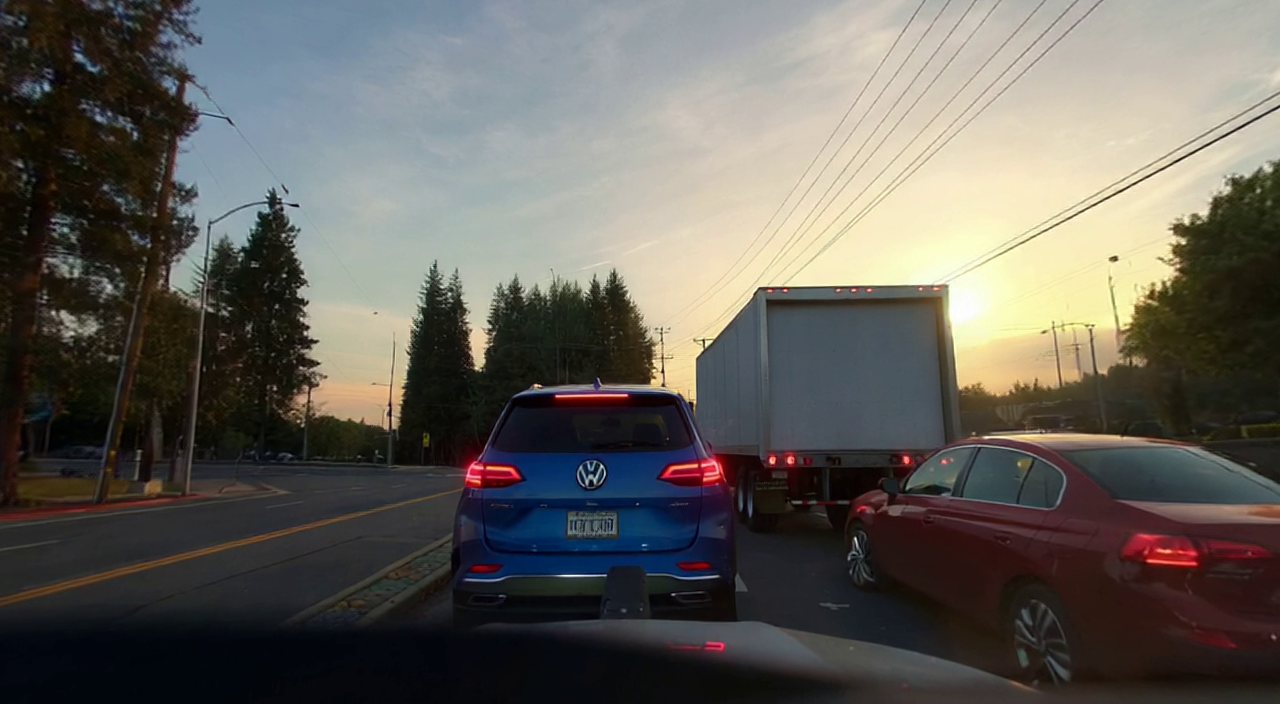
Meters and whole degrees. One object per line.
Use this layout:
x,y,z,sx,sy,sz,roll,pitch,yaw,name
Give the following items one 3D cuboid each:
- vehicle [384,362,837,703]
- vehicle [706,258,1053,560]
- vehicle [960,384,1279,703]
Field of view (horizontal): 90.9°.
-0.132,1.223,5.133,2.114,1.732,4.230,0,-8,0,vehicle
3.224,1.255,11.834,2.915,3.559,8.848,0,-8,-1,vehicle
2.833,0.747,1.193,1.971,1.484,4.728,0,-8,0,vehicle
